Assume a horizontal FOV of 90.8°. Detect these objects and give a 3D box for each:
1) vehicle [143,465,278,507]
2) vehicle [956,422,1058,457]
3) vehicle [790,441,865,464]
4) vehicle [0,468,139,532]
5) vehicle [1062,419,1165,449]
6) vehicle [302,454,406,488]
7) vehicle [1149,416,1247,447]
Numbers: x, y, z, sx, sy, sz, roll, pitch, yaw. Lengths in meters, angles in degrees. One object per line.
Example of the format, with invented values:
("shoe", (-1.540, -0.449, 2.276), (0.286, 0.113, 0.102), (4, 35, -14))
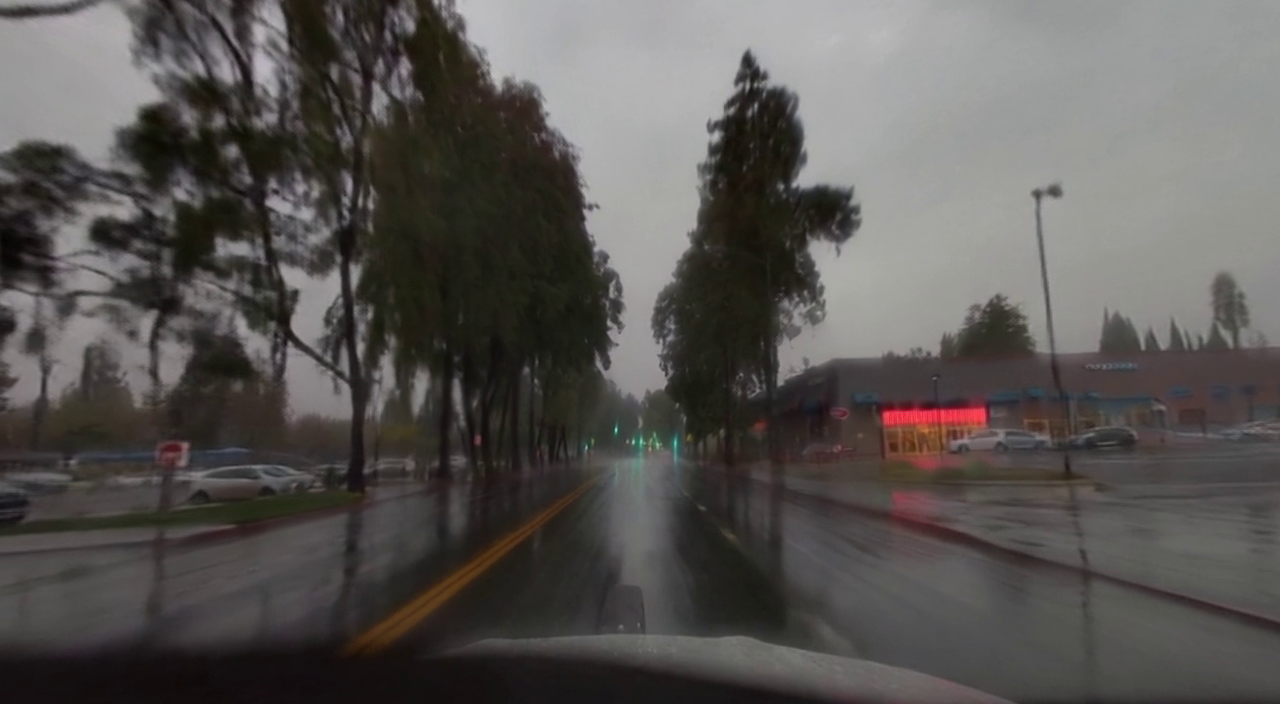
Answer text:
("vehicle", (-15.948, 4.970, 23.584), (3.771, 1.404, 1.639), (0, -9, -2))
("vehicle", (25.059, 6.014, 43.266), (5.444, 1.901, 2.250), (-4, -9, -1))
("vehicle", (12.167, 6.560, 41.239), (4.404, 1.445, 1.844), (-2, -9, 9))
("vehicle", (-15.633, 3.753, 16.190), (4.023, 1.475, 1.767), (0, -9, 0))
("vehicle", (32.293, 5.649, 43.173), (5.318, 1.849, 2.058), (-1, -9, -2))
("vehicle", (-15.259, 6.368, 33.857), (4.579, 1.701, 2.033), (-1, -9, 1))
("vehicle", (38.105, 5.474, 43.194), (4.812, 1.717, 1.887), (-4, -9, -1))
